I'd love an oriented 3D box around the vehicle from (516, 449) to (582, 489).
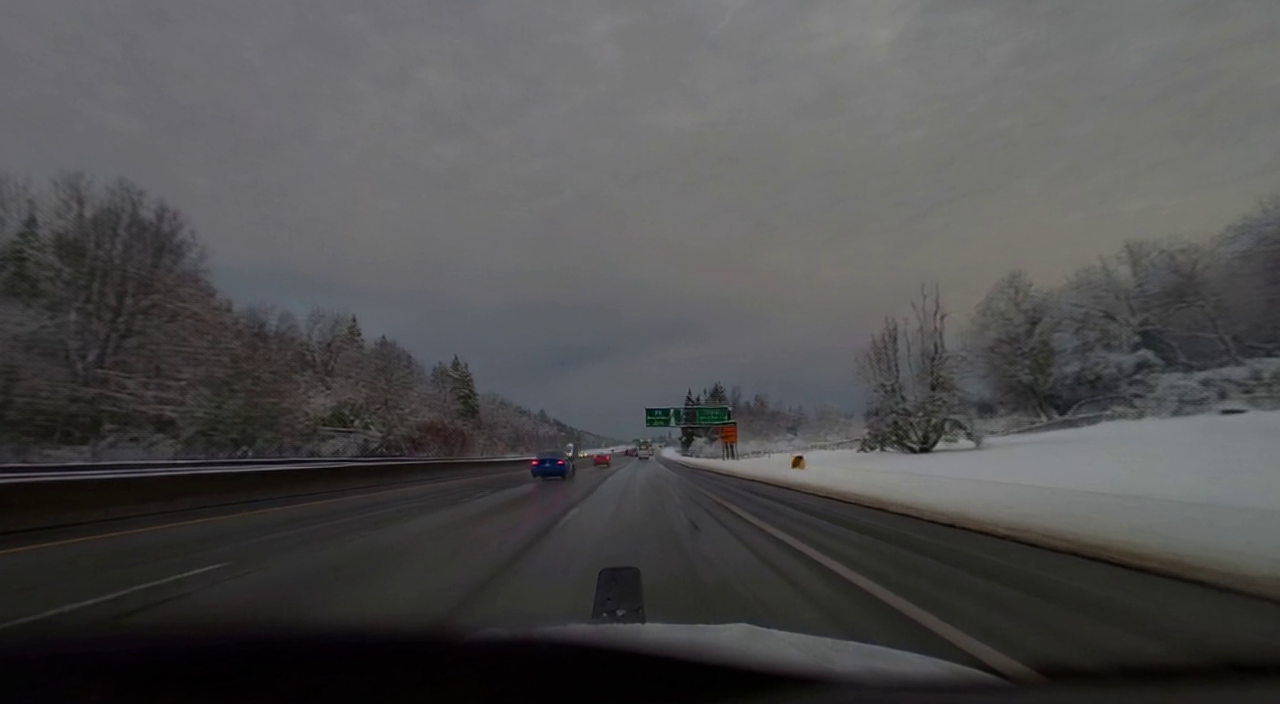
[{"bbox_3d":[-3.710,4.867,26.493,2.121,1.537,3.852,0,-9,1],"label":"vehicle"}]
